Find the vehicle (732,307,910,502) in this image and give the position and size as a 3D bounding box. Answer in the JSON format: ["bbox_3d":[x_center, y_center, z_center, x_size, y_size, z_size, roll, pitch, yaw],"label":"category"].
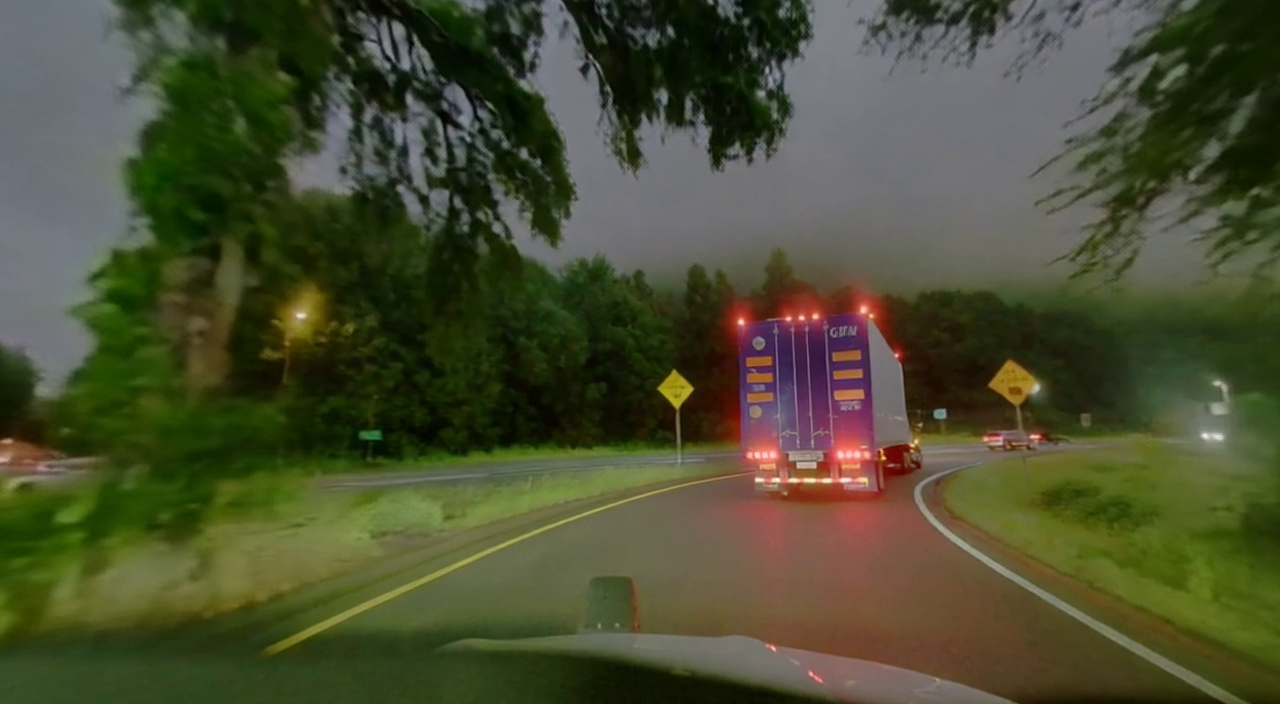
[{"bbox_3d":[5.245,1.587,16.548,2.937,3.647,9.344,-4,-8,24],"label":"vehicle"}]

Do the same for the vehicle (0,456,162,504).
[{"bbox_3d":[-20.015,4.515,22.560,4.350,1.410,1.726,6,-10,-41],"label":"vehicle"}]
